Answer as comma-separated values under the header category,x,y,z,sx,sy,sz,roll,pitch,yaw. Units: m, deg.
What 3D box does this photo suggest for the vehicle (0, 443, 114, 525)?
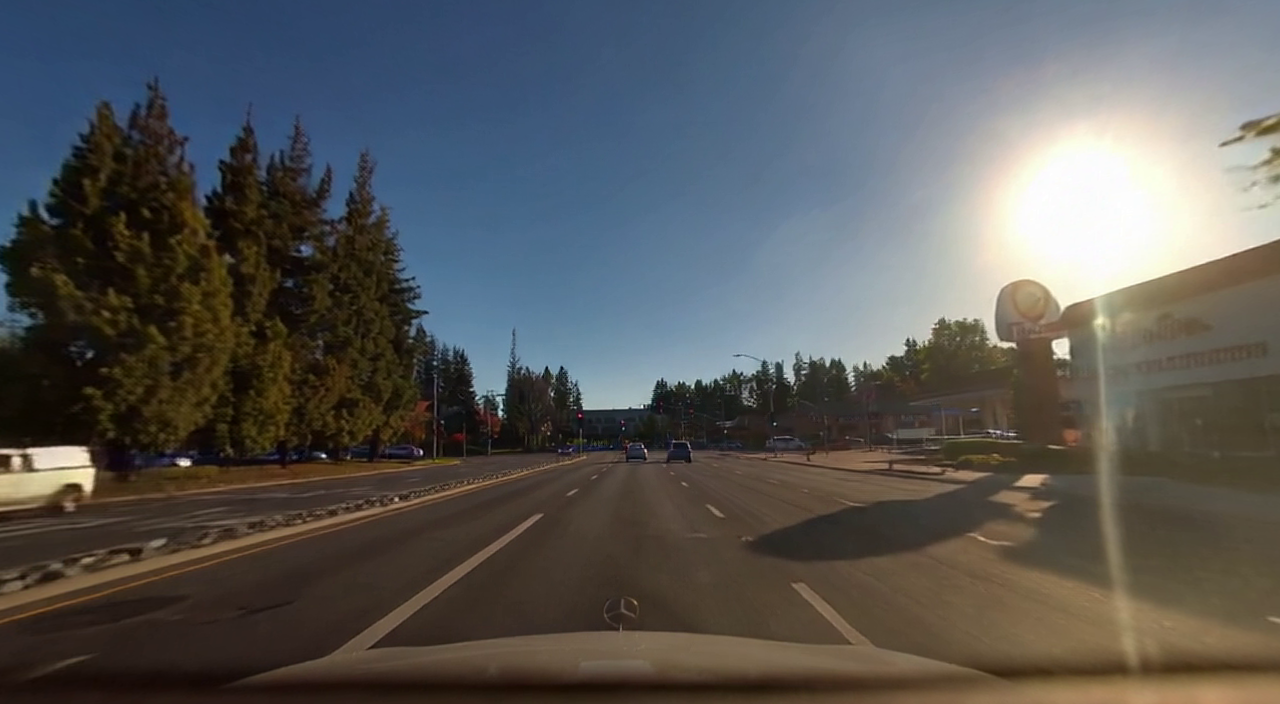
category,x,y,z,sx,sy,sz,roll,pitch,yaw
vehicle,-14.752,2.927,14.177,1.967,1.756,4.471,0,-9,0

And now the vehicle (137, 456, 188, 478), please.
category,x,y,z,sx,sy,sz,roll,pitch,yaw
vehicle,-34.318,8.248,45.355,4.381,1.430,1.899,-7,-11,40
